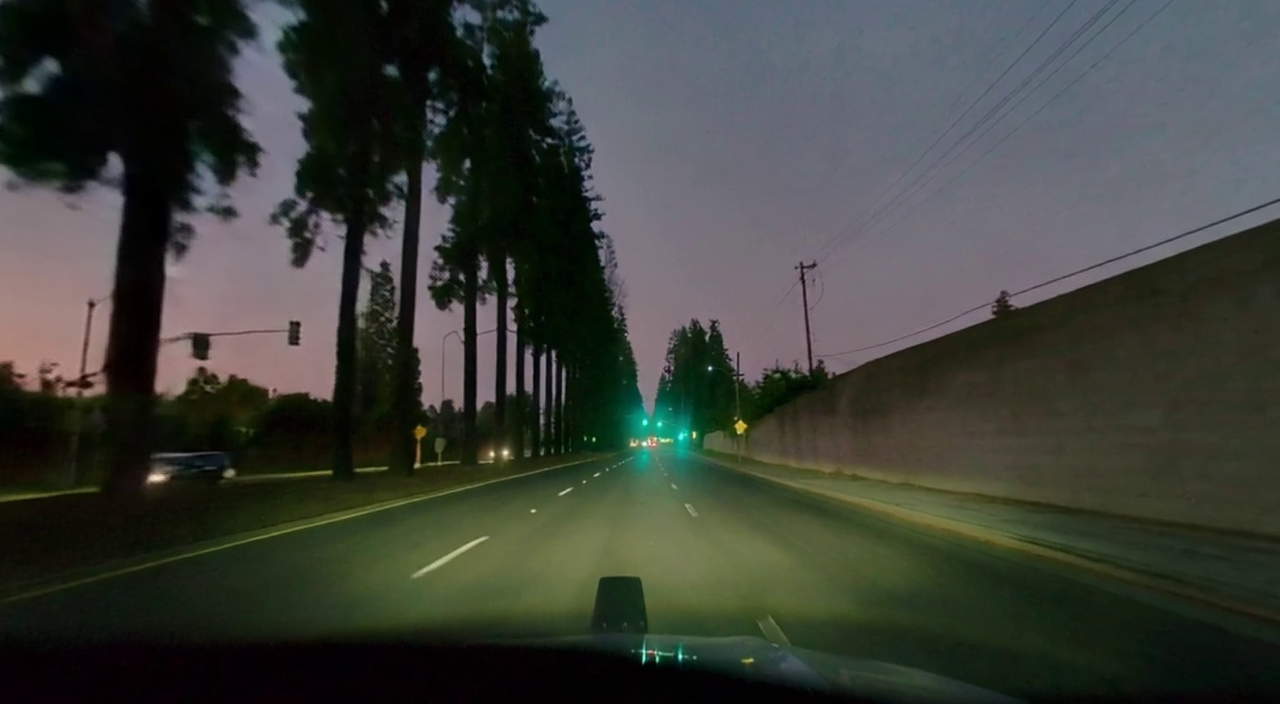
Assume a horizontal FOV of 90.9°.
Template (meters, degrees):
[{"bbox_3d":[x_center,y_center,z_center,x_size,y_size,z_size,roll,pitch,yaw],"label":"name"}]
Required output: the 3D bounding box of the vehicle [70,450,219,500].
[{"bbox_3d":[-18.195,4.497,23.482,1.930,1.608,4.414,0,-8,0],"label":"vehicle"}]
